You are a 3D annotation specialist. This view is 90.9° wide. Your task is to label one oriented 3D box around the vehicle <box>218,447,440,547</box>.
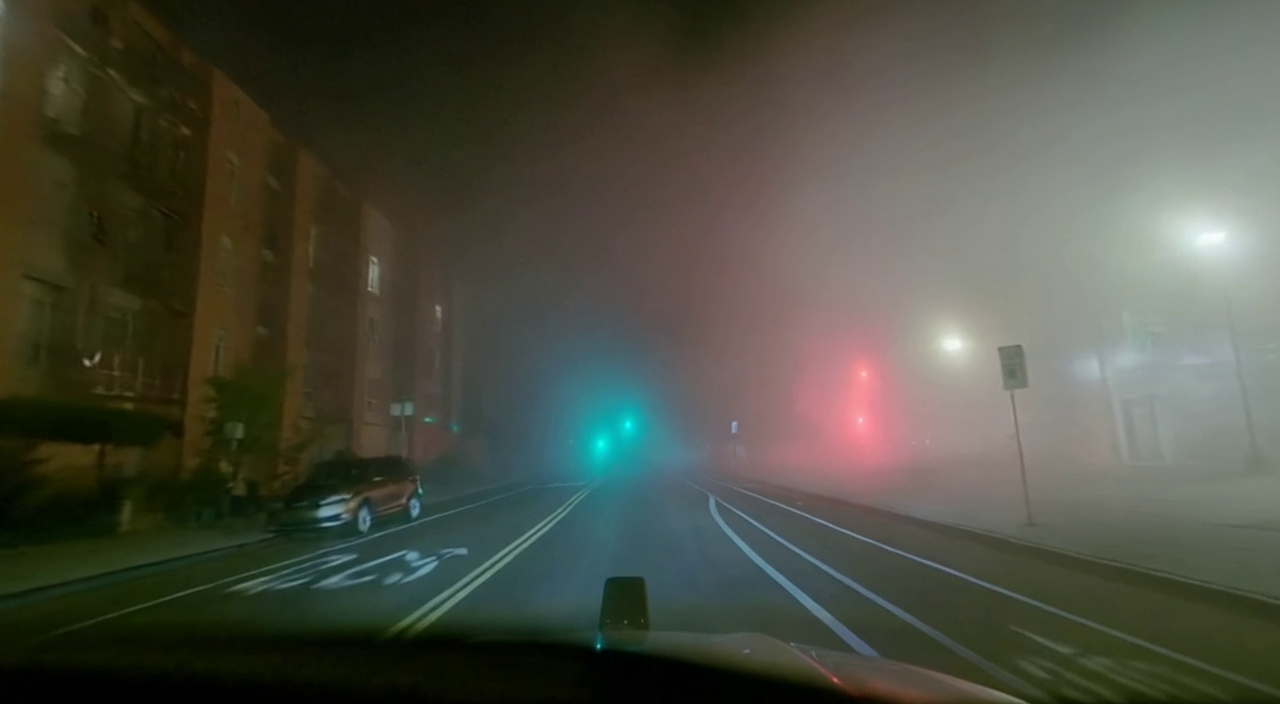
[{"bbox_3d":[-6.207,2.899,13.464,2.147,1.701,4.879,0,-8,1],"label":"vehicle"}]
